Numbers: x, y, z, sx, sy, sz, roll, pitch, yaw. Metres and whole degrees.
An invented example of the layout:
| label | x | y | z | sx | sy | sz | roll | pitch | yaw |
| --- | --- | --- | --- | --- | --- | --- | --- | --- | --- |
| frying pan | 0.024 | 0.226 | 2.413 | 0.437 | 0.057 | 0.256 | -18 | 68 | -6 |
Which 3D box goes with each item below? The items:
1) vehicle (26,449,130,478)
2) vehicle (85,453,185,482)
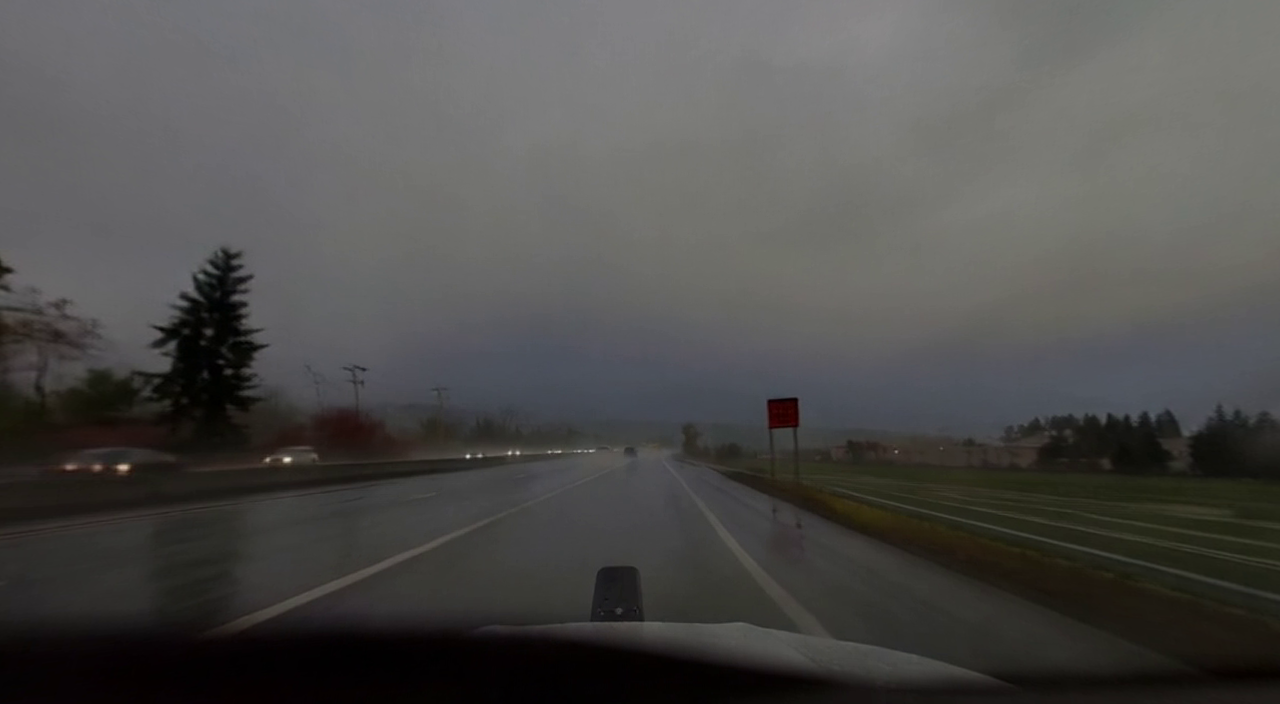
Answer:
| label | x | y | z | sx | sy | sz | roll | pitch | yaw |
| --- | --- | --- | --- | --- | --- | --- | --- | --- | --- |
| vehicle | -35.493 | 7.031 | 39.904 | 1.891 | 1.739 | 4.958 | -1 | -9 | 2 |
| vehicle | -27.755 | 6.351 | 34.765 | 1.766 | 1.462 | 4.382 | -1 | -9 | 2 |
